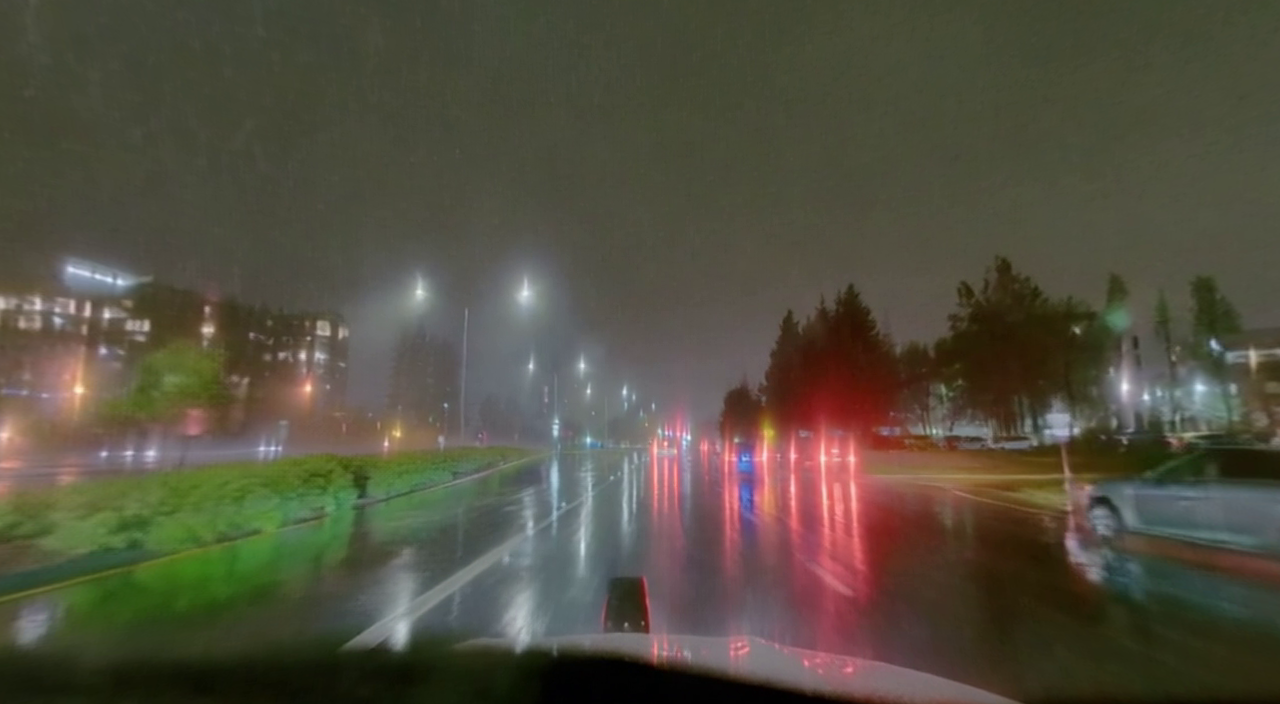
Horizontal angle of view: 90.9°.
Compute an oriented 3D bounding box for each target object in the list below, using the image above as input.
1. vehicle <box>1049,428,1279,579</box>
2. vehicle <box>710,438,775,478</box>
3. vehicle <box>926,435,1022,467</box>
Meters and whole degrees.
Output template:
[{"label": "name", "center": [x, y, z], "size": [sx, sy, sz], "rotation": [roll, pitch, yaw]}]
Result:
[{"label": "vehicle", "center": [7.770, 1.777, 7.863], "size": [2.074, 1.584, 4.658], "rotation": [0, -8, -2]}, {"label": "vehicle", "center": [4.129, 4.354, 26.148], "size": [1.981, 1.499, 4.536], "rotation": [0, -8, 1]}, {"label": "vehicle", "center": [22.403, 6.609, 42.291], "size": [5.456, 1.919, 2.222], "rotation": [0, -7, -14]}]
